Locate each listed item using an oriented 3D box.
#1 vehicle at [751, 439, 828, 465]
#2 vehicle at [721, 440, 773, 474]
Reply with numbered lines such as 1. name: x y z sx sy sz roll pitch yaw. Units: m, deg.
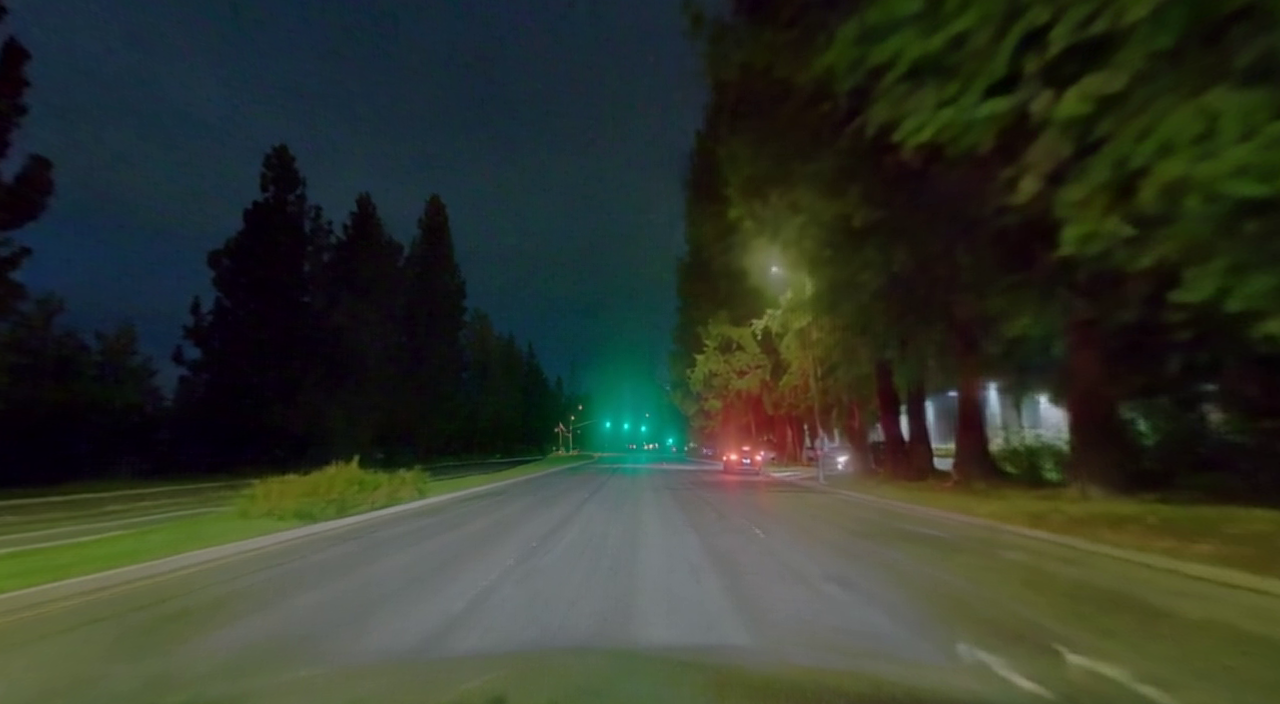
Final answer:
1. vehicle: 10.351 7.009 44.075 4.879 1.701 2.095 -1 -10 3
2. vehicle: 5.704 5.664 34.215 2.057 1.688 4.596 0 -8 0
